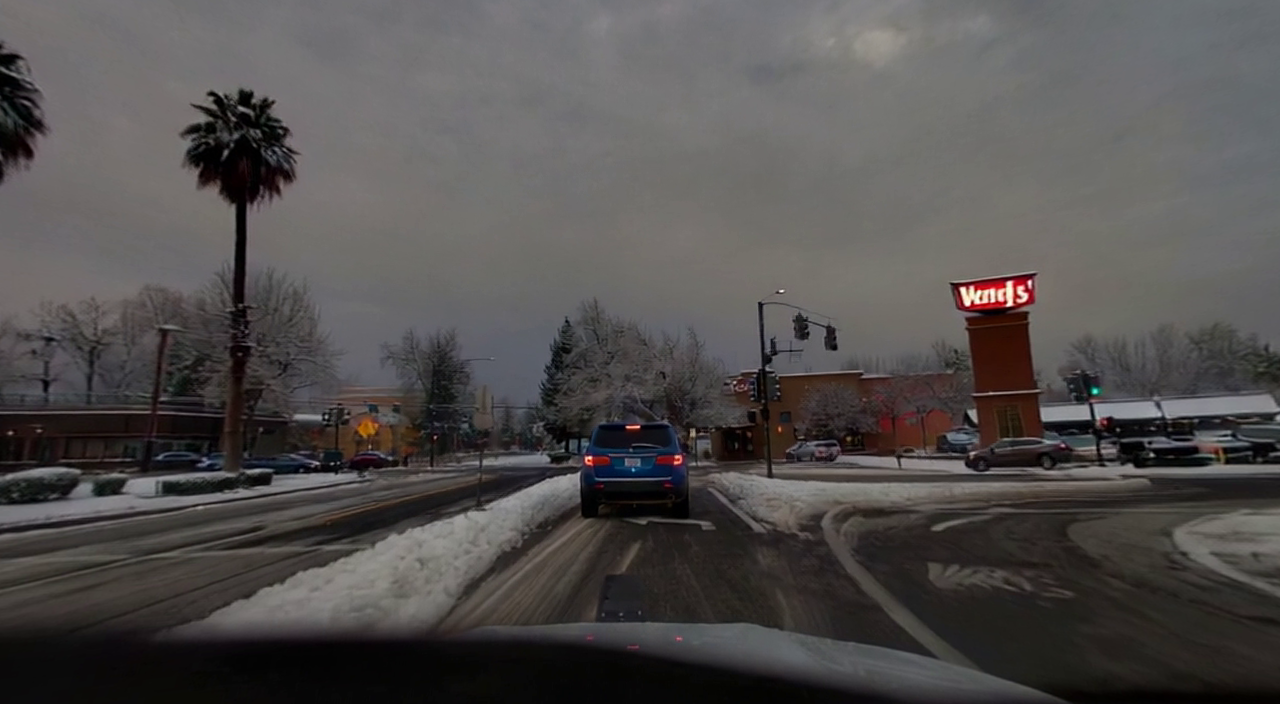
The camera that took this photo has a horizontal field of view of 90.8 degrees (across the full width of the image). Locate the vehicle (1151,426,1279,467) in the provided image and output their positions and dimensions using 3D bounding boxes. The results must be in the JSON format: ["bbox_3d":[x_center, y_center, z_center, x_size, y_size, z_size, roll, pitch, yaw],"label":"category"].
[{"bbox_3d":[28.631,4.586,30.503,5.809,1.839,1.957,-6,-11,33],"label":"vehicle"}]

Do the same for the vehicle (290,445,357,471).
[{"bbox_3d":[-22.332,7.463,44.556,4.790,1.687,1.969,-6,-10,32],"label":"vehicle"}]

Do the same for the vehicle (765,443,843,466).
[{"bbox_3d":[10.868,6.800,41.978,4.665,1.467,1.833,-6,-11,33],"label":"vehicle"}]

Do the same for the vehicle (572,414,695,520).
[{"bbox_3d":[-0.116,2.495,14.117,2.263,1.932,4.709,0,-9,0],"label":"vehicle"}]

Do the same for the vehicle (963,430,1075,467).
[{"bbox_3d":[19.171,4.933,32.191,4.641,1.778,1.958,-5,-10,27],"label":"vehicle"}]

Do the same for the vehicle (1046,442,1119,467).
[{"bbox_3d":[27.369,6.338,39.186,3.525,1.460,1.775,-6,-11,32],"label":"vehicle"}]

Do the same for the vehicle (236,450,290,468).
[{"bbox_3d":[-29.346,8.300,49.136,4.081,1.383,1.878,-6,-11,33],"label":"vehicle"}]

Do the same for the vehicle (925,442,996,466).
[{"bbox_3d":[20.203,6.411,39.824,3.809,1.435,1.690,-6,-10,30],"label":"vehicle"}]
